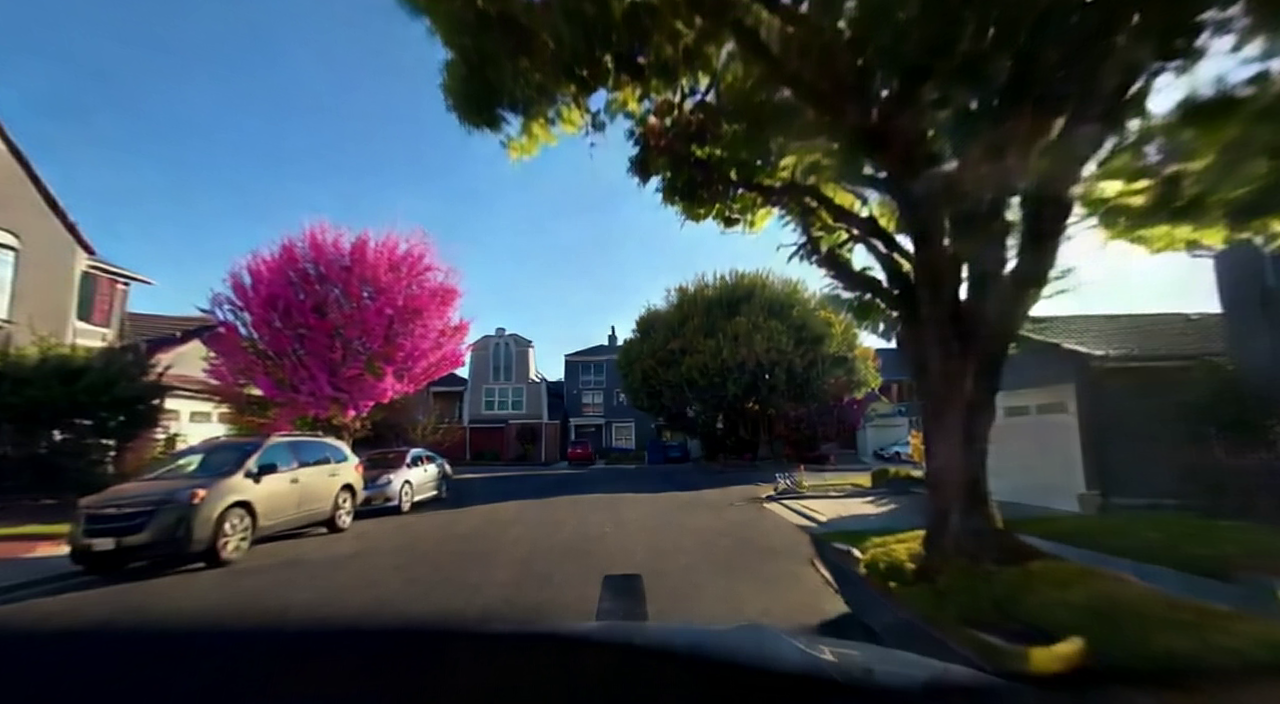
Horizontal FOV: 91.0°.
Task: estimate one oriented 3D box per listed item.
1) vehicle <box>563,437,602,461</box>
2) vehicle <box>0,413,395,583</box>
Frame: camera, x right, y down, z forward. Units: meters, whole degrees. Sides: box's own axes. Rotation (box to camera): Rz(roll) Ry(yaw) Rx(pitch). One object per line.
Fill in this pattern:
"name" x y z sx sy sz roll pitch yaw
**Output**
"vehicle" -3.722 6.429 41.608 1.968 1.491 4.486 0 -9 2
"vehicle" -5.702 1.914 9.139 2.139 1.783 4.717 -1 -9 4
